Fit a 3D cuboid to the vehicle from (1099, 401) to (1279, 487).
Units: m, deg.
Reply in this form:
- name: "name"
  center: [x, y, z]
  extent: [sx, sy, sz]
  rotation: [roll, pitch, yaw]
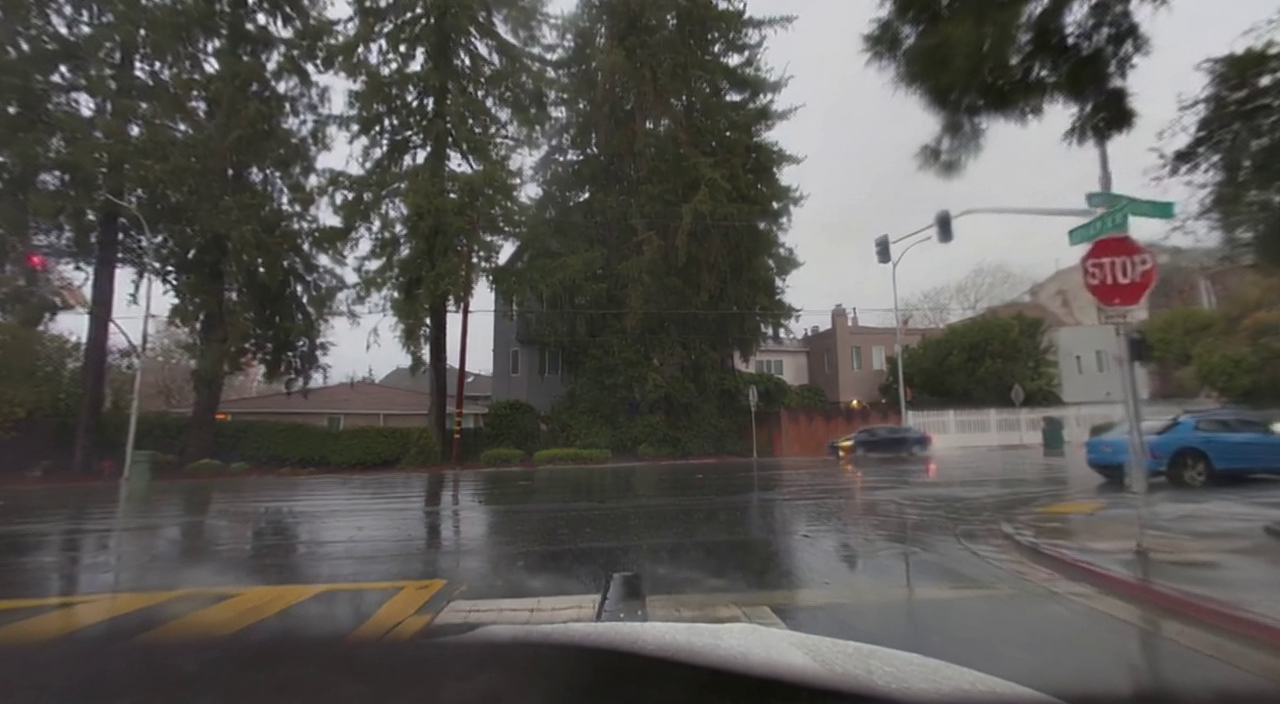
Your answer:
- name: "vehicle"
  center: [12.801, 1.993, 13.749]
  extent: [4.208, 1.685, 2.014]
  rotation: [1, -8, -8]

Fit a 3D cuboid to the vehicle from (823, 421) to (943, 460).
- name: "vehicle"
  center: [9.968, 3.653, 26.022]
  extent: [4.296, 1.499, 1.814]
  rotation: [2, -8, -13]
